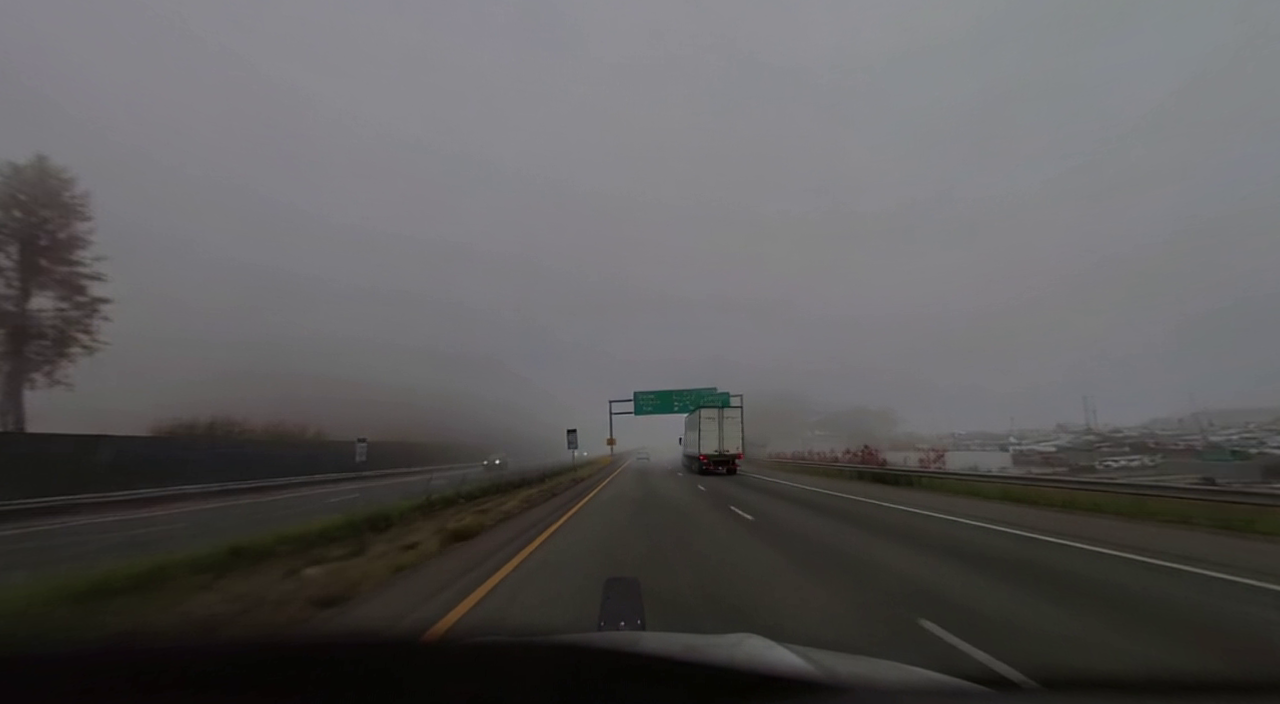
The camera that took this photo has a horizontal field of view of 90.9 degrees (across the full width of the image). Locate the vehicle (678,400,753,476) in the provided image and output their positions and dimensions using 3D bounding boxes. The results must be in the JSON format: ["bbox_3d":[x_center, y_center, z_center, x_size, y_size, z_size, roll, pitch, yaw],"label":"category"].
[{"bbox_3d":[4.423,5.636,40.624,3.038,4.047,13.741,0,-9,0],"label":"vehicle"}]
